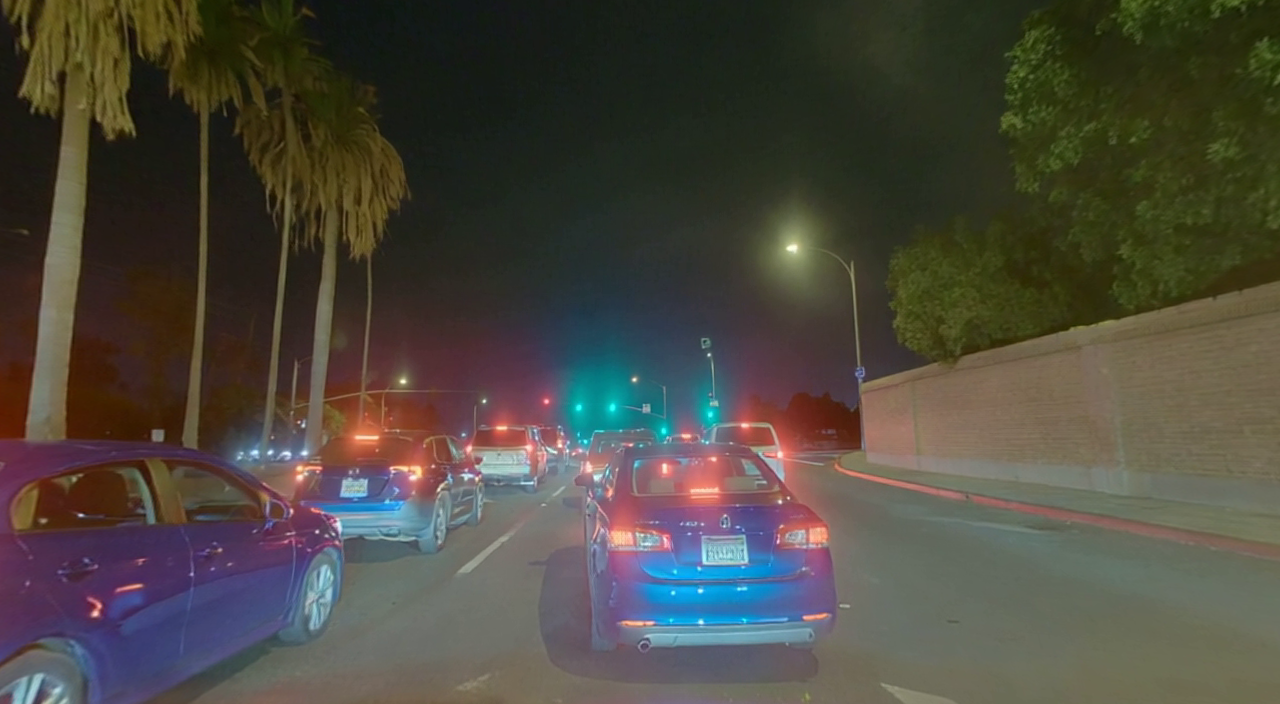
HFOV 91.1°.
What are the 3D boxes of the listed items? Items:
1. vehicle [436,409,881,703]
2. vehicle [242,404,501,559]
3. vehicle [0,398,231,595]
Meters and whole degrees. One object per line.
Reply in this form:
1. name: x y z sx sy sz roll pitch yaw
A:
1. vehicle: 0.044 1.336 5.210 2.128 1.473 4.272 0 -8 -1
2. vehicle: -3.511 1.777 9.274 2.055 1.746 4.136 0 -8 -1
3. vehicle: -6.670 1.406 6.392 1.963 1.721 4.662 0 -8 -2
